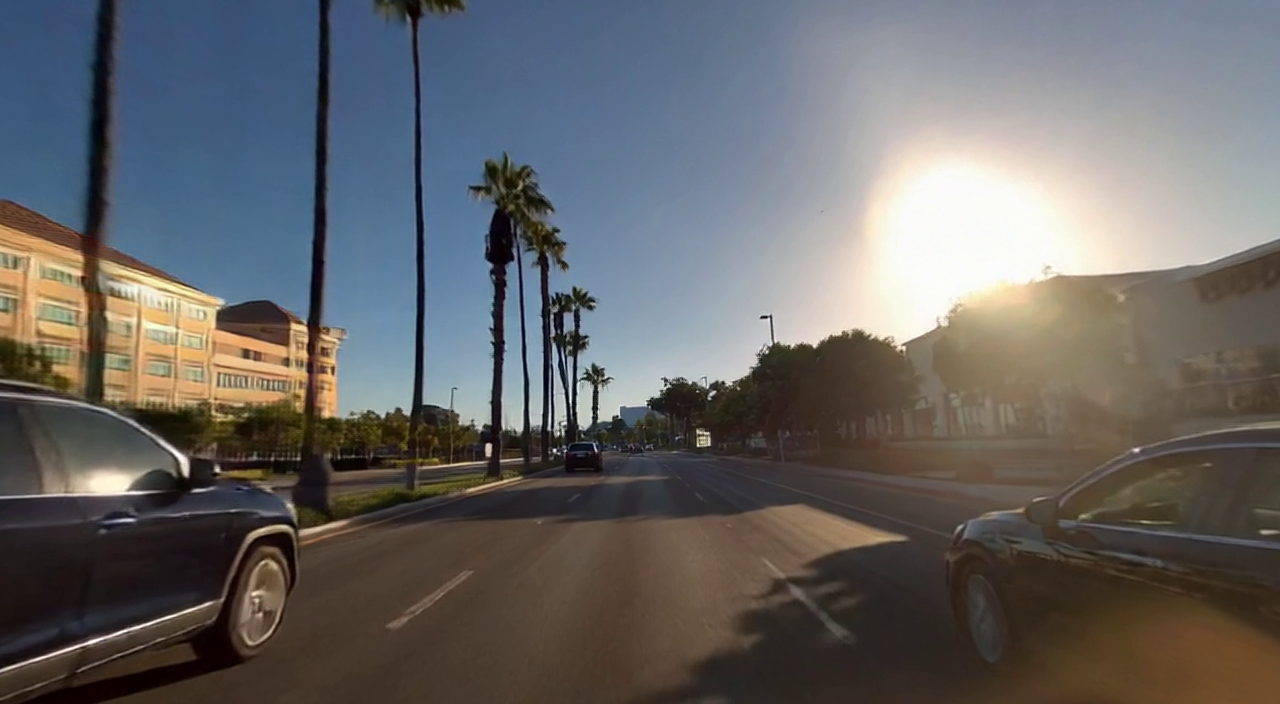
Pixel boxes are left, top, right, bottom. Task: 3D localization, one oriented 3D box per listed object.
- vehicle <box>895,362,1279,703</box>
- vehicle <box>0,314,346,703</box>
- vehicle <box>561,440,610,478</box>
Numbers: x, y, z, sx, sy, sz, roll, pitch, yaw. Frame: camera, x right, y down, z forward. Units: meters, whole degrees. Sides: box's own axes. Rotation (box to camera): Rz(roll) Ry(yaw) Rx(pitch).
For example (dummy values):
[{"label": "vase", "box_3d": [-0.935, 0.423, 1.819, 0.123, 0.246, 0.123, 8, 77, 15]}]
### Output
[{"label": "vehicle", "box_3d": [2.807, 0.878, 2.416, 1.946, 1.513, 4.133, -1, -8, 1]}, {"label": "vehicle", "box_3d": [-3.257, 0.831, 2.498, 2.058, 1.804, 4.391, 0, -8, 0]}, {"label": "vehicle", "box_3d": [-2.673, 5.317, 31.664, 1.998, 1.743, 4.402, -1, -8, 1]}]
